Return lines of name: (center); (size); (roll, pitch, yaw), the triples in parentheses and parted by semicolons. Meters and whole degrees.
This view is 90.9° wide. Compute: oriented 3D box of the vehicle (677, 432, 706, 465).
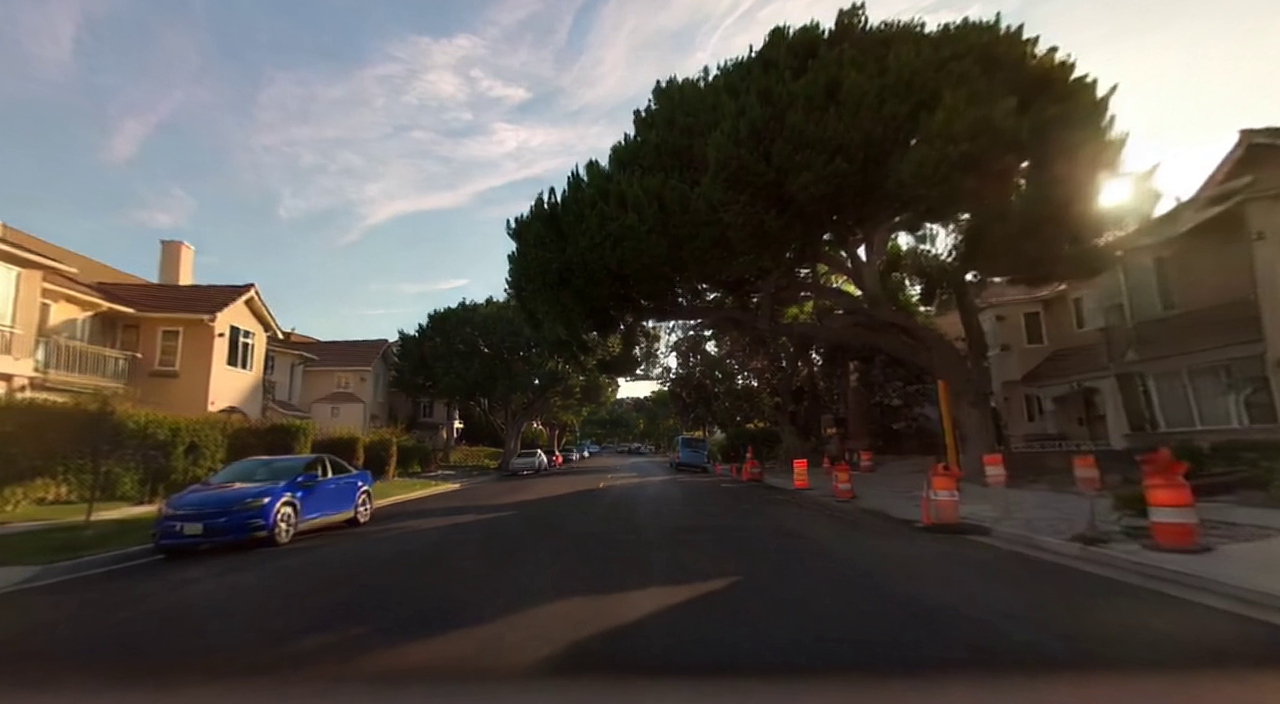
vehicle: (4.049, 7.633, 49.992); (2.082, 2.534, 3.248); (-1, -8, 3)

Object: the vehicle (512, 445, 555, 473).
vehicle: (-6.546, 6.598, 39.104); (1.957, 1.608, 4.476); (0, -9, -1)

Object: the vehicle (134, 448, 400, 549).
vehicle: (-6.506, 2.562, 11.809); (2.137, 1.481, 4.503); (0, -9, 2)
